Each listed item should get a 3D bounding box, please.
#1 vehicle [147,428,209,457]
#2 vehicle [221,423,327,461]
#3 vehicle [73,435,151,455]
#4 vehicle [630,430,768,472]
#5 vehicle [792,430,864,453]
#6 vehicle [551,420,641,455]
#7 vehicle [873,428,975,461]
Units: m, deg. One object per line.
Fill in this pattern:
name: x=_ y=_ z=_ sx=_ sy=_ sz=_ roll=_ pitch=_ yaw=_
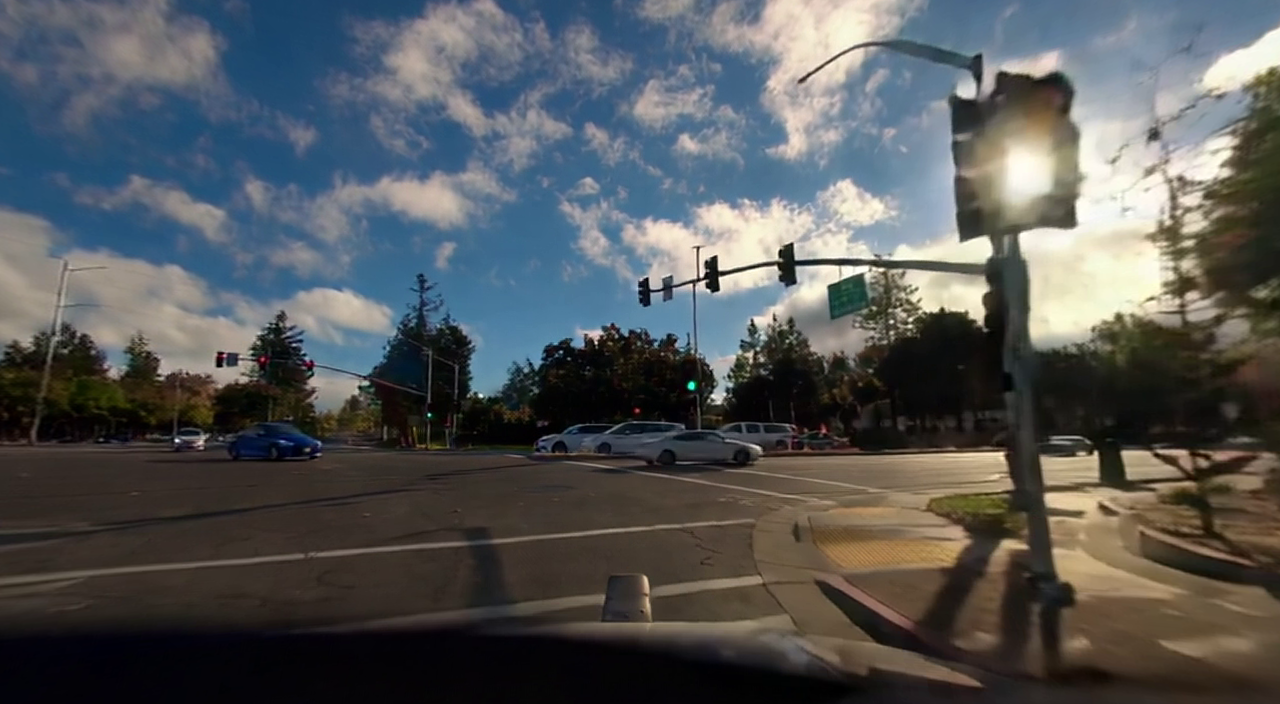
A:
vehicle: x=-31.111 y=6.067 z=42.367 sx=2.450 sy=1.807 sz=5.332 roll=8 pitch=-12 yaw=-44
vehicle: x=-15.129 y=3.728 z=25.955 sx=4.686 sy=1.425 sz=2.018 roll=-7 pitch=-10 yaw=37
vehicle: x=-41.774 y=7.354 z=49.894 sx=4.826 sy=1.484 sz=2.000 roll=-2 pitch=-8 yaw=10
vehicle: x=1.980 y=3.416 z=21.956 sx=4.425 sy=1.366 sz=1.865 roll=1 pitch=-8 yaw=-8
vehicle: x=12.274 y=5.822 z=41.119 sx=4.457 sy=1.429 sz=1.862 roll=4 pitch=-9 yaw=-28
vehicle: x=-2.329 y=4.591 z=33.657 sx=4.360 sy=1.749 sz=1.895 roll=5 pitch=-10 yaw=-30
vehicle: x=13.701 y=4.423 z=30.304 sx=5.032 sy=1.473 sz=1.827 roll=5 pitch=-10 yaw=-30
